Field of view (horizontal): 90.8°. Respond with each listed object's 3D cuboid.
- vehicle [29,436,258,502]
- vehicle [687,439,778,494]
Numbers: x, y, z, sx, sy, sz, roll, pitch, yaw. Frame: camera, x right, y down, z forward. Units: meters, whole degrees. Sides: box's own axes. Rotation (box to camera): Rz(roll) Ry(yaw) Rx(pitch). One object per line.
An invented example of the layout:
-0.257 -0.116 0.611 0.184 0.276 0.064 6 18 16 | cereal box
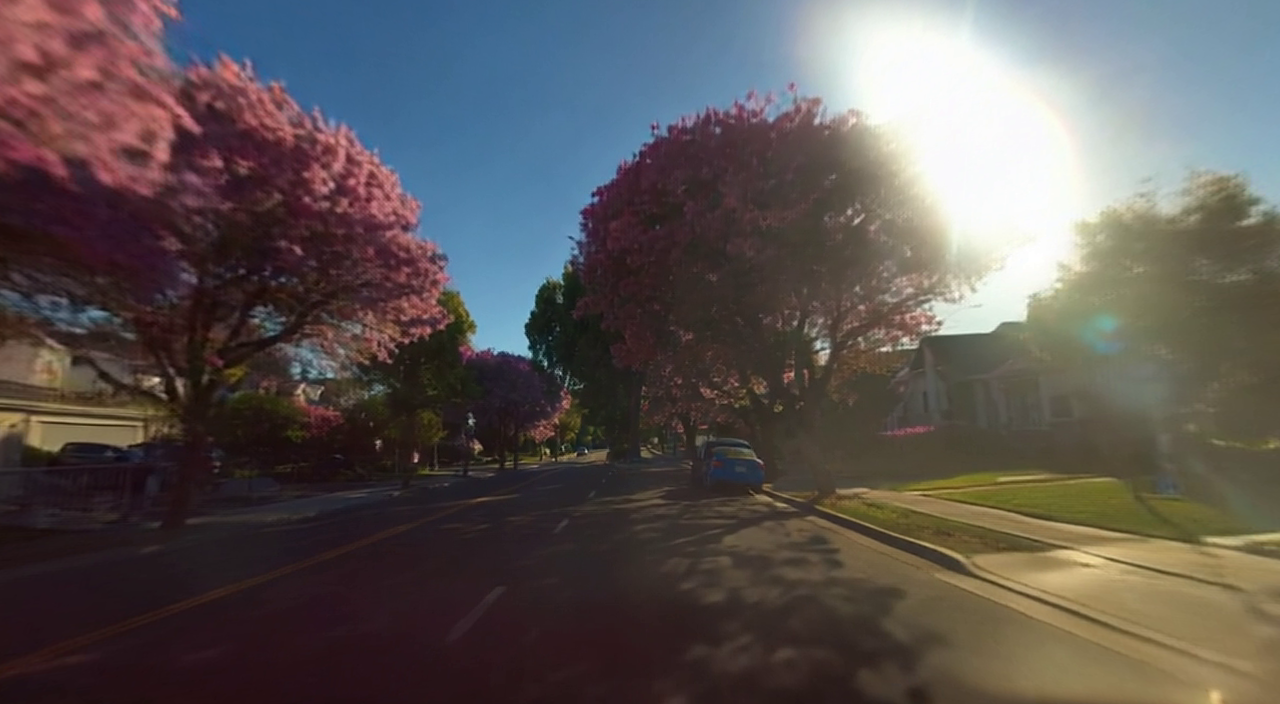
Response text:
-16.635 3.897 21.473 5.902 1.796 2.183 -3 -7 -3 | vehicle
2.670 3.413 19.291 2.022 1.455 4.406 0 -8 -1 | vehicle
